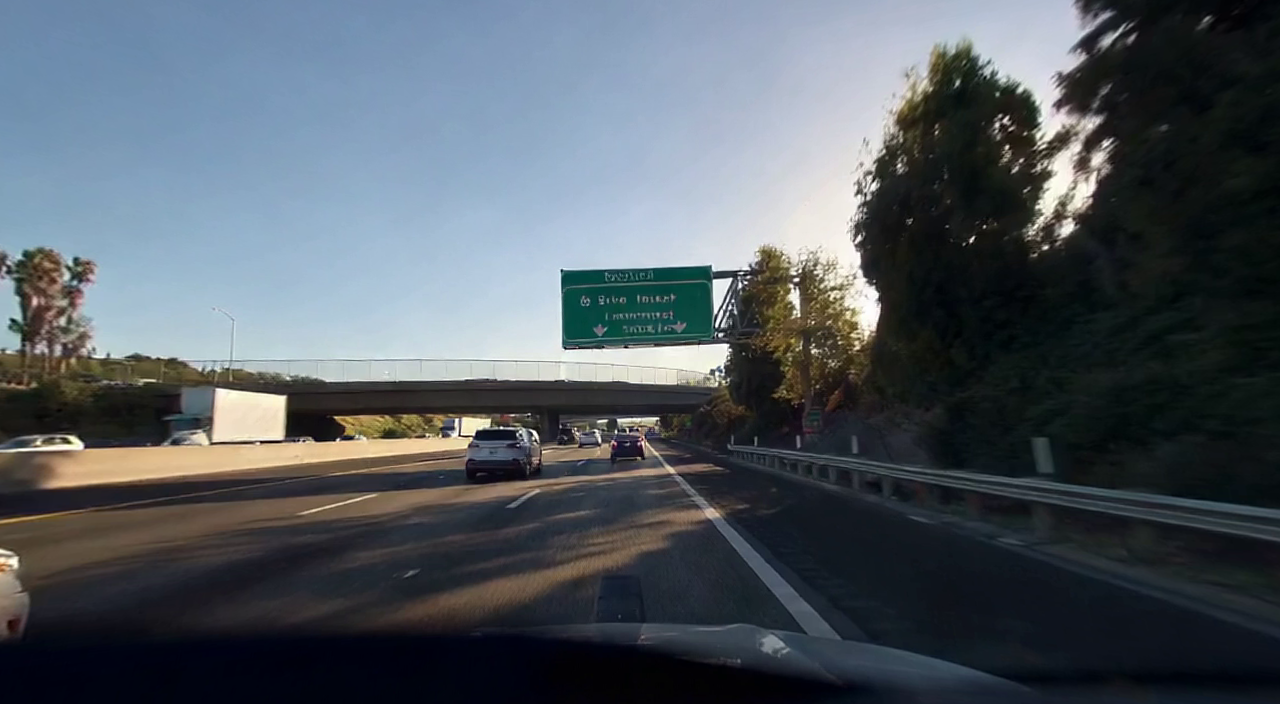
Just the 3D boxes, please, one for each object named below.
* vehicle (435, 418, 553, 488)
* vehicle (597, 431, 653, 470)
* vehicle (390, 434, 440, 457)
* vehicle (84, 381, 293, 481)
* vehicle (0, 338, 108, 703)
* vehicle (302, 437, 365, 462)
[{"bbox_3d":[-3.872,2.773,17.632,2.154,1.690,4.595,0,-8,1],"label":"vehicle"},{"bbox_3d":[-0.560,3.940,25.447,2.070,1.452,3.834,0,-8,0],"label":"vehicle"},{"bbox_3d":[-15.684,6.496,44.058,1.982,1.516,4.137,0,-8,1],"label":"vehicle"},{"bbox_3d":[-15.994,2.912,23.071,2.656,3.091,6.666,0,-8,0],"label":"vehicle"},{"bbox_3d":[-3.839,0.575,1.068,2.107,1.703,4.274,0,-8,0],"label":"vehicle"},{"bbox_3d":[-19.582,6.211,40.420,1.864,1.483,4.219,0,-8,1],"label":"vehicle"}]
